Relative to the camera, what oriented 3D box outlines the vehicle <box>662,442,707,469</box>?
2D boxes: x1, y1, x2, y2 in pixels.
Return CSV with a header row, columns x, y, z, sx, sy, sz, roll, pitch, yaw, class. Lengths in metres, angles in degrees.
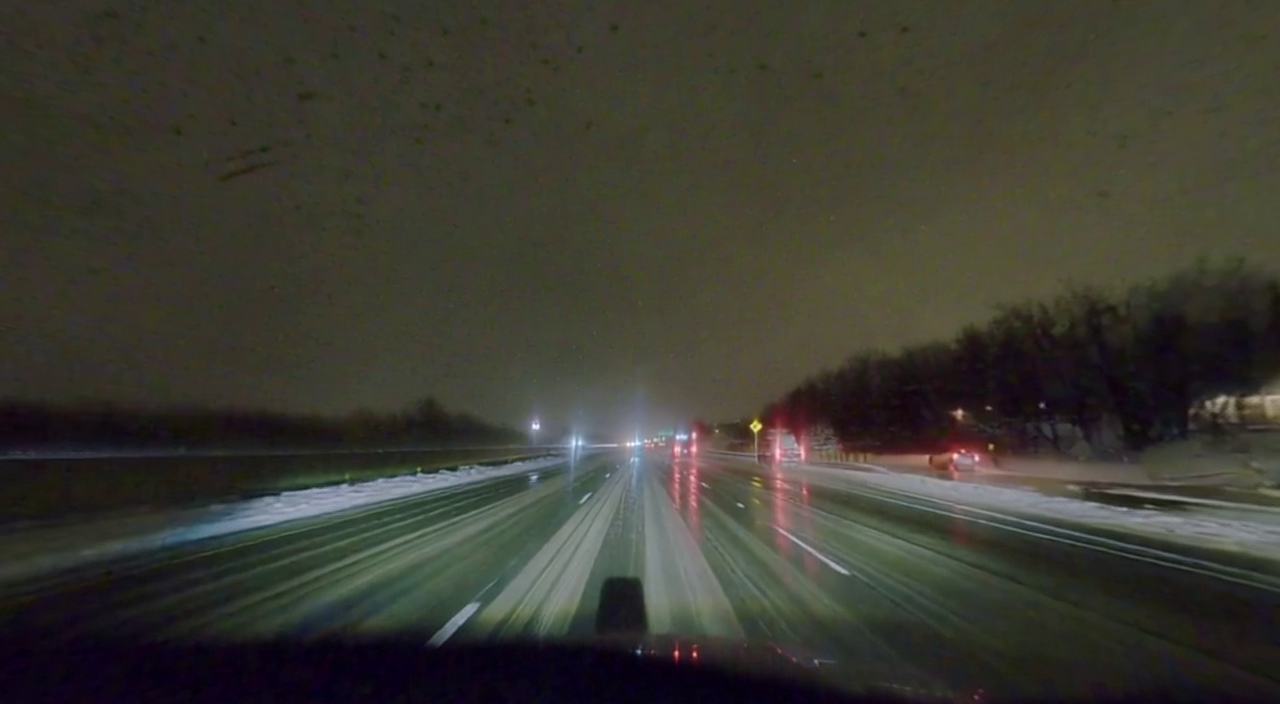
x,y,z,sx,sy,sz,roll,pitch,yaw,class
2.508,6.029,36.936,2.193,1.462,4.533,0,-8,-1,vehicle
